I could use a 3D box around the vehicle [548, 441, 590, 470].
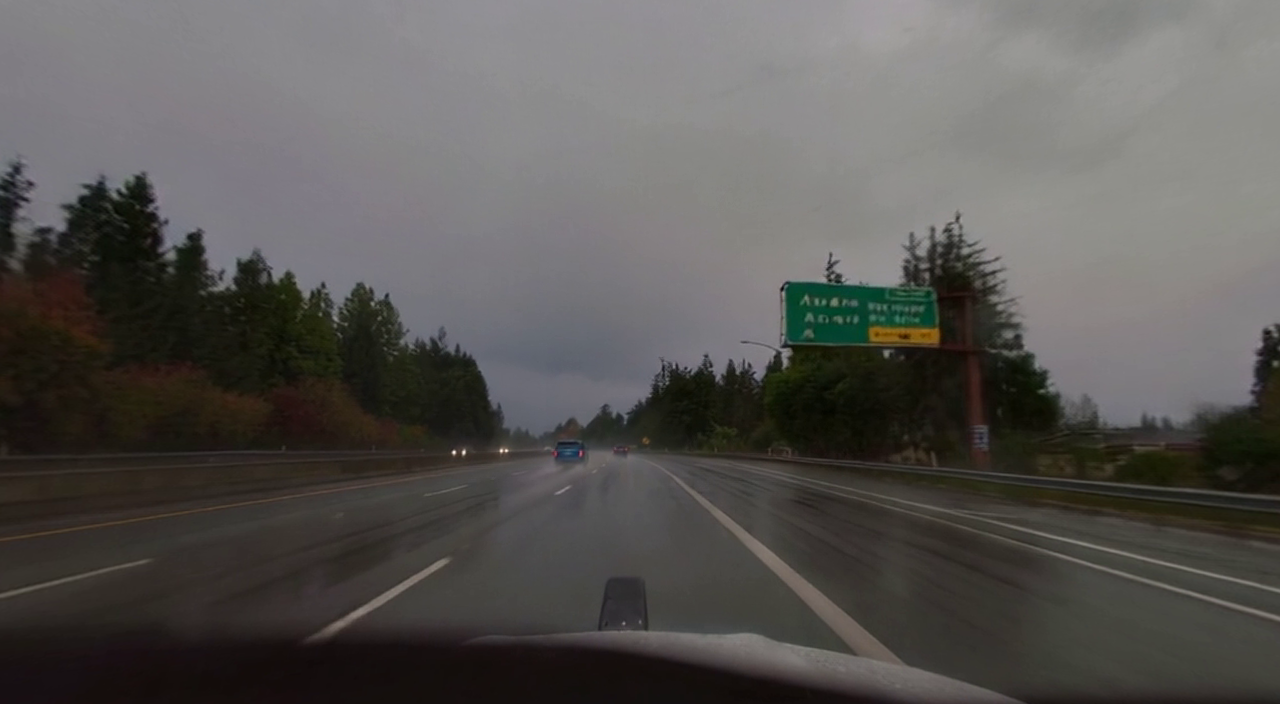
[{"bbox_3d":[-4.390,6.469,39.742,2.162,1.724,4.537,0,-8,-1],"label":"vehicle"}]
